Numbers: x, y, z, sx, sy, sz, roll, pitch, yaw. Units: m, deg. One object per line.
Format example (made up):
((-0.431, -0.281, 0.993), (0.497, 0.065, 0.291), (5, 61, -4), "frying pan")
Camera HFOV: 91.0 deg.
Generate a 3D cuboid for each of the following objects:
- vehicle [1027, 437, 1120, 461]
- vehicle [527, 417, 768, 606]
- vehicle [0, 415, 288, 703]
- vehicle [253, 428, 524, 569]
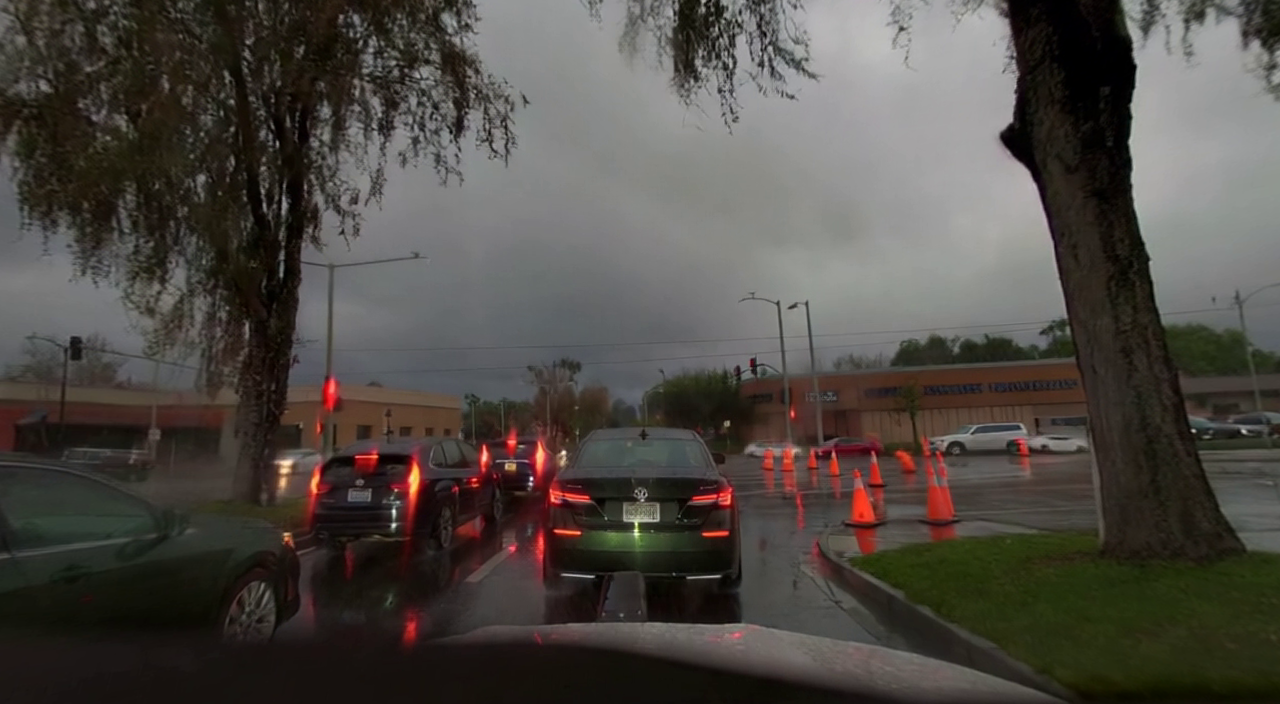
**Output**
((28.014, 6.268, 40.791), (4.579, 1.480, 1.819), (0, -9, 2), "vehicle")
((0.113, 1.623, 7.213), (2.021, 1.560, 3.676), (0, -9, 1), "vehicle")
((-3.593, 0.942, 2.148), (1.964, 1.497, 4.722), (0, -9, 1), "vehicle")
((-3.271, 1.999, 9.449), (1.989, 1.541, 4.626), (0, -9, 2), "vehicle")
